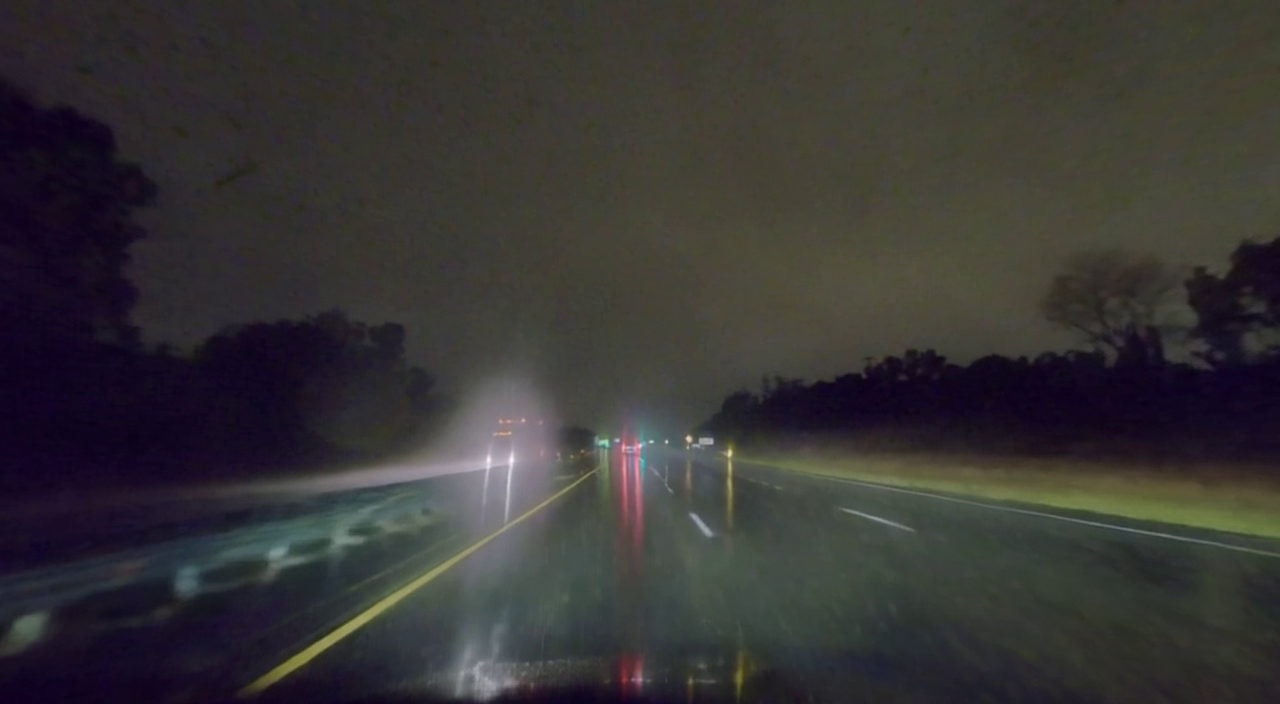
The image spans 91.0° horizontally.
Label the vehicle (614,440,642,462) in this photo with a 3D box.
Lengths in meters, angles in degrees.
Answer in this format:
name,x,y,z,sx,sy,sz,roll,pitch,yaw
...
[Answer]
name,x,y,z,sx,sy,sz,roll,pitch,yaw
vehicle,-0.896,7.570,48.097,2.009,1.554,4.013,0,-8,-1
